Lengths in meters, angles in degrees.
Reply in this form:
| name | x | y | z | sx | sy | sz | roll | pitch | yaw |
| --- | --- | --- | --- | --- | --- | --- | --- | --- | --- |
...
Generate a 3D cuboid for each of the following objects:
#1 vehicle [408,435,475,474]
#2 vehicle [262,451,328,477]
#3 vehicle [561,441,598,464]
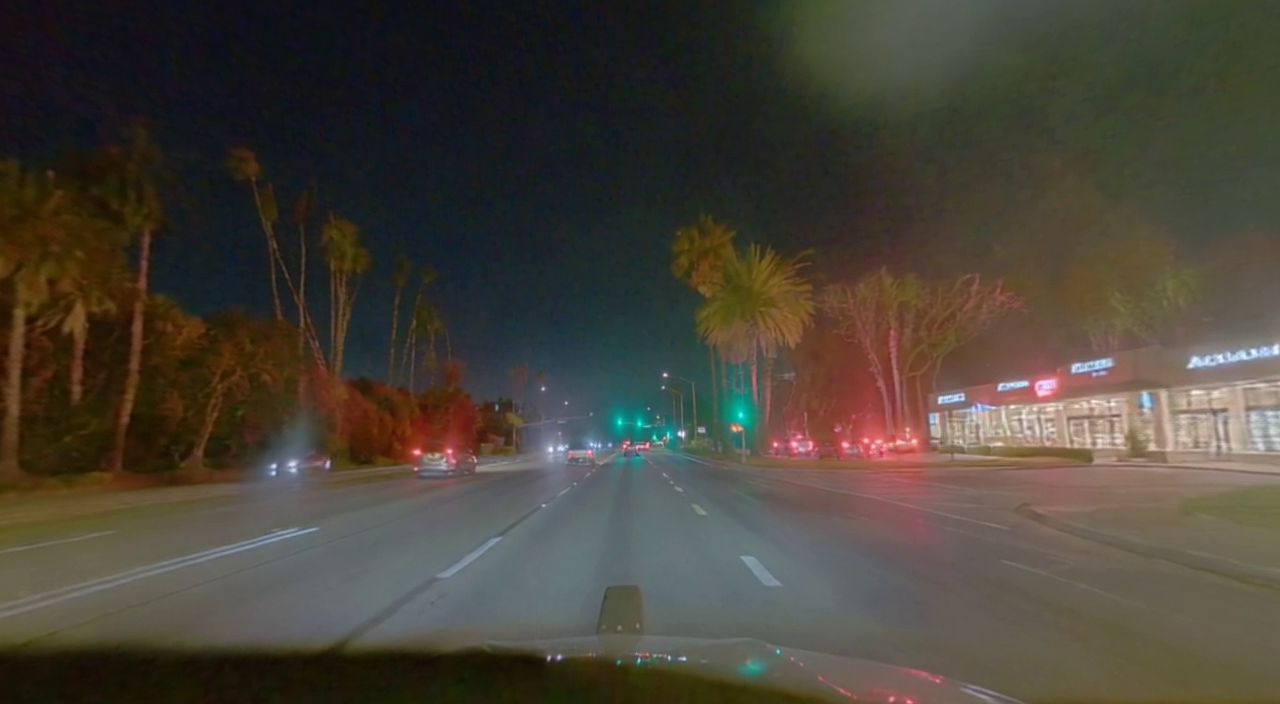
| name | x | y | z | sx | sy | sz | roll | pitch | yaw |
| --- | --- | --- | --- | --- | --- | --- | --- | --- | --- |
| vehicle | -9.688 | 5.020 | 31.138 | 2.022 | 1.746 | 4.406 | 0 | -9 | -3 |
| vehicle | -21.875 | 7.118 | 40.257 | 1.852 | 1.526 | 4.262 | 0 | -9 | 0 |
| vehicle | -4.037 | 6.764 | 42.691 | 2.181 | 1.483 | 4.123 | 0 | -9 | -1 |
